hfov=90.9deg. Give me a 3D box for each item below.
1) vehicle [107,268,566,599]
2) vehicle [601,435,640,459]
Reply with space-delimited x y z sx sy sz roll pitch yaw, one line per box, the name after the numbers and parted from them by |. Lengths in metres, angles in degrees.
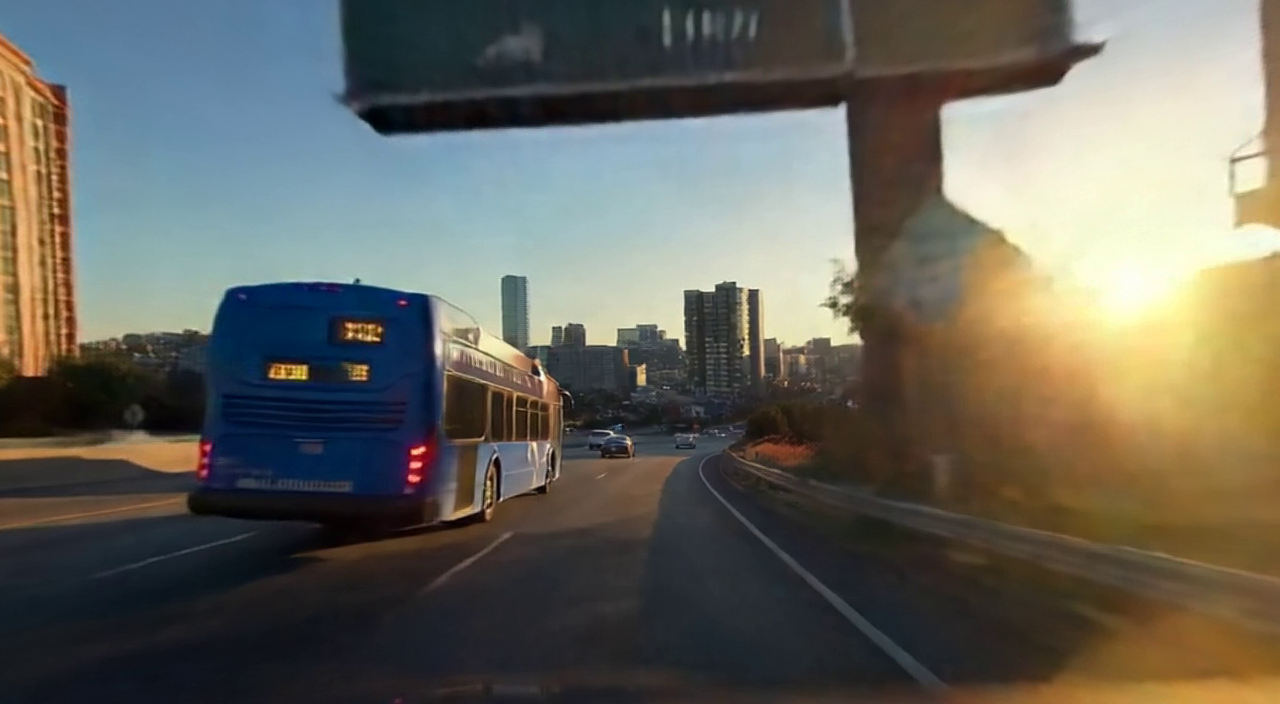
-3.180 1.298 9.876 2.888 2.944 8.373 -1 -8 1 | vehicle
-1.248 6.392 42.376 1.928 1.455 4.361 -1 -9 7 | vehicle
